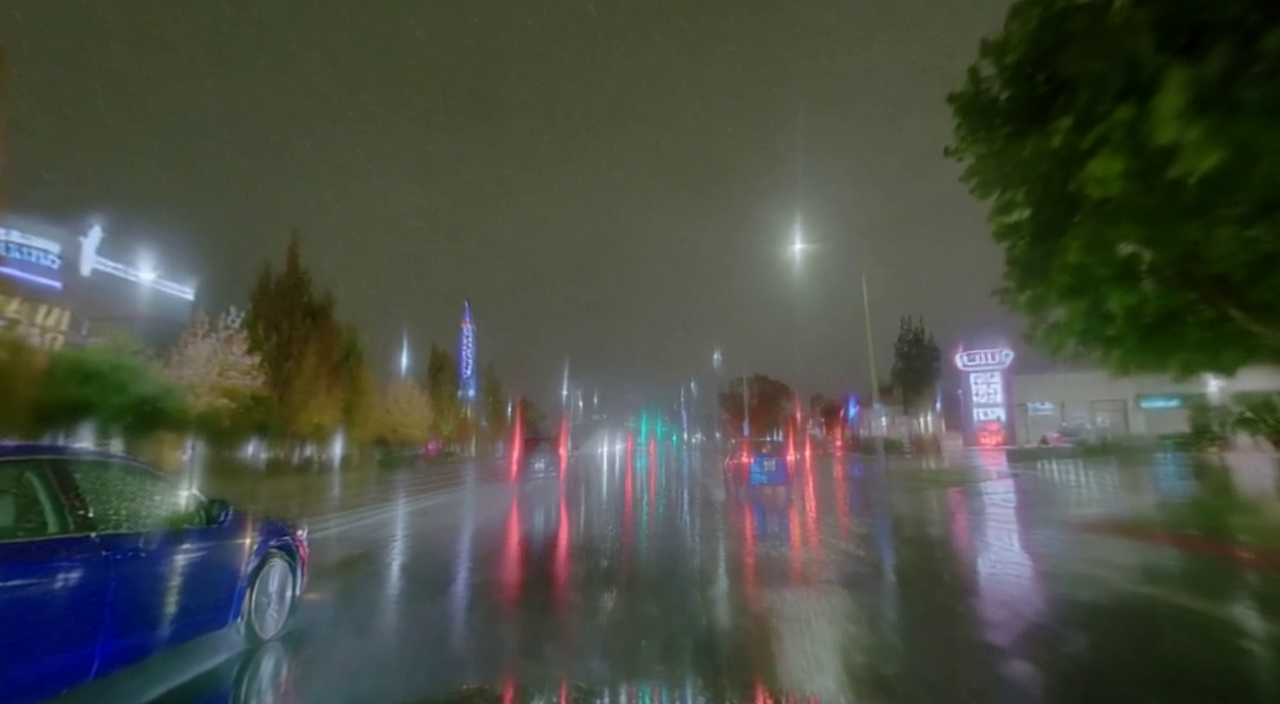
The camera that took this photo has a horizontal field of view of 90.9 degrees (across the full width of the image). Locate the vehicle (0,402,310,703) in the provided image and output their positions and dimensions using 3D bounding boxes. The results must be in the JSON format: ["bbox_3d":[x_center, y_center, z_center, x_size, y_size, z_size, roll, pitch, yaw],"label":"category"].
[{"bbox_3d":[-3.078,0.829,1.556,1.956,1.460,4.802,0,-8,0],"label":"vehicle"}]

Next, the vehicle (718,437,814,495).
[{"bbox_3d":[3.589,3.328,18.801,1.904,1.490,4.299,0,-8,-1],"label":"vehicle"}]

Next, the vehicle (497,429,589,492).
[{"bbox_3d":[-2.962,3.435,20.371,2.193,1.788,4.603,0,-8,1],"label":"vehicle"}]

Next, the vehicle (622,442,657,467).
[{"bbox_3d":[-0.032,6.429,39.688,2.069,1.445,3.965,0,-8,0],"label":"vehicle"}]
